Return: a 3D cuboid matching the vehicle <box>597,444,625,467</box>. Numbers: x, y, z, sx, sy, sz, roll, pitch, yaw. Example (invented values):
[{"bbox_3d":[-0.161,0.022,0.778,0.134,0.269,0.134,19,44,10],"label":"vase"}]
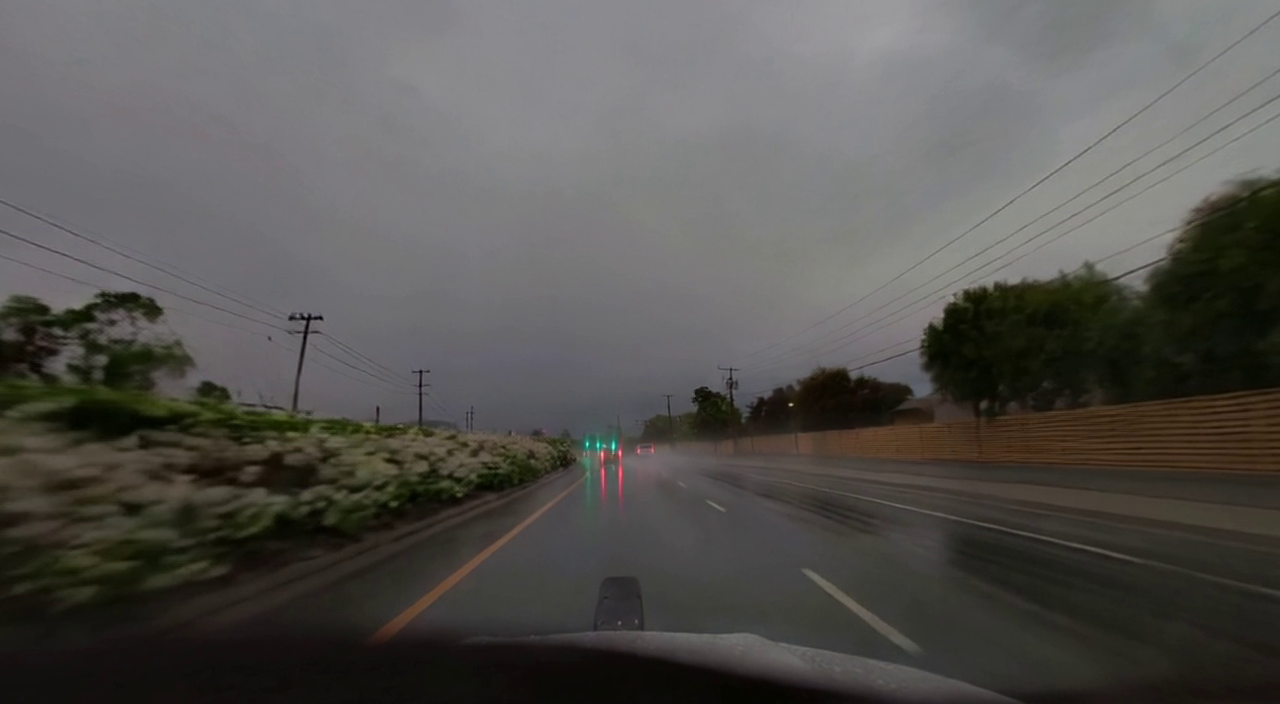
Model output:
[{"bbox_3d":[-2.227,7.757,47.571,2.005,1.633,4.044,0,-8,-4],"label":"vehicle"}]
